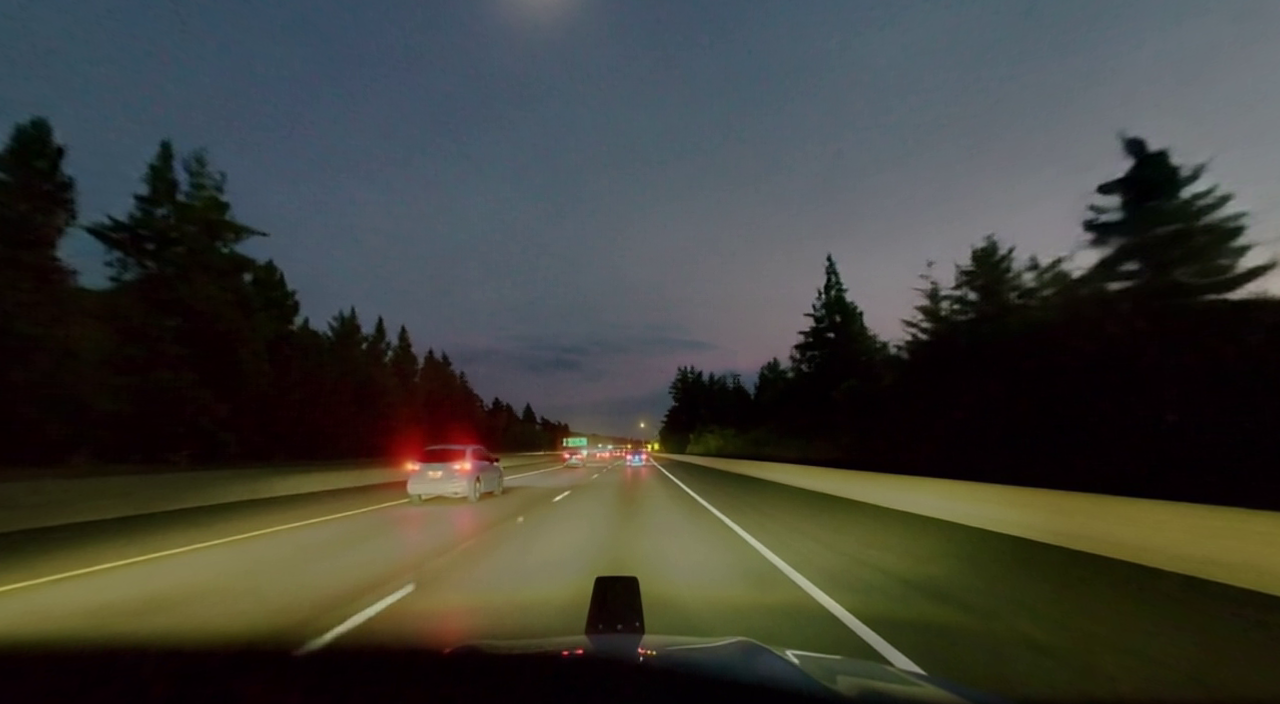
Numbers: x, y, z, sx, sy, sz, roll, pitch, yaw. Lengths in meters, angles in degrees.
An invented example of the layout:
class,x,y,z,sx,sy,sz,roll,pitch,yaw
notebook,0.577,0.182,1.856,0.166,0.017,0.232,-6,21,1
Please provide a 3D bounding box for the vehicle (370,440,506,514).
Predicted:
class,x,y,z,sx,sy,sz,roll,pitch,yaw
vehicle,-4.615,2.894,15.169,1.838,1.508,4.317,0,-8,0

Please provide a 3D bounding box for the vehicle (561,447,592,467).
class,x,y,z,sx,sy,sz,roll,pitch,yaw
vehicle,-4.906,8.175,49.228,2.052,1.468,4.390,0,-8,0
